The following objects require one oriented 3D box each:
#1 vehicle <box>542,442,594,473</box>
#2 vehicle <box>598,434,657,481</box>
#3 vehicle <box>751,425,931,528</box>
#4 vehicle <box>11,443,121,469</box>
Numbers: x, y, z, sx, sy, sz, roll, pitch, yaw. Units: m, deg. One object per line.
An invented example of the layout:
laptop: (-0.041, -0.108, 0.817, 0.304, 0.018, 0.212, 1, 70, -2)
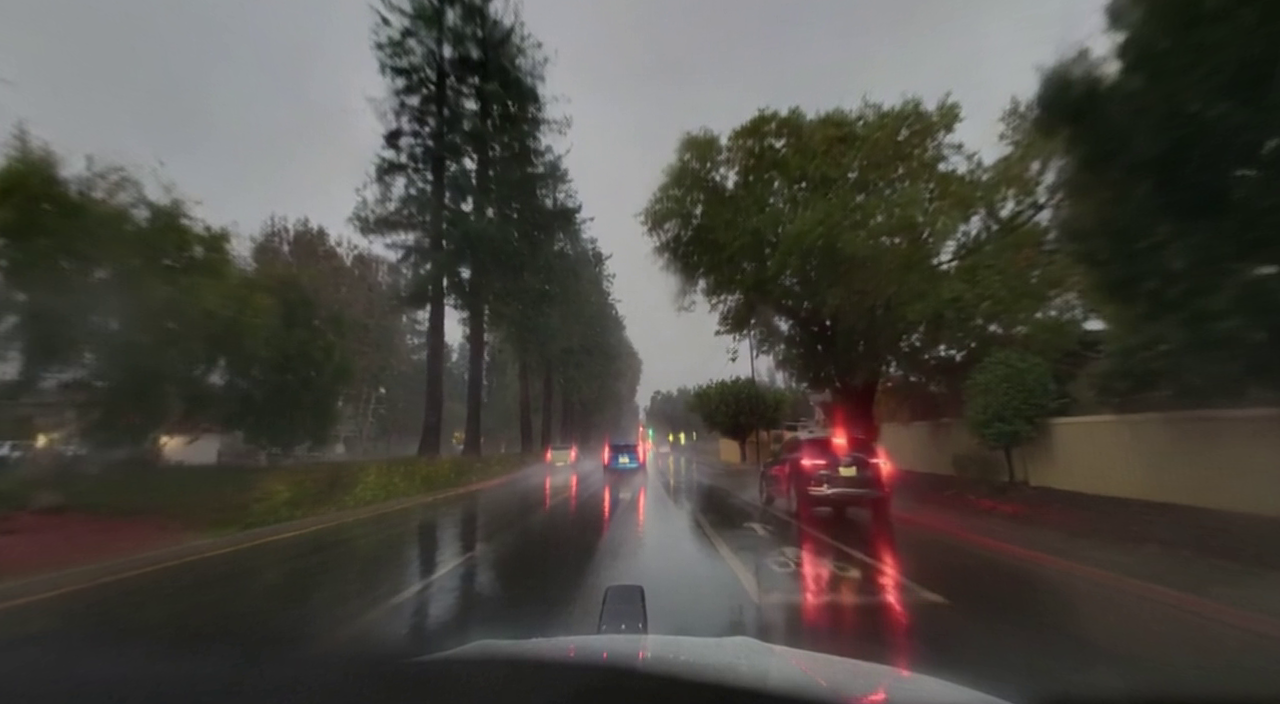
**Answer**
vehicle: (-3.562, 5.286, 31.670, 2.032, 1.433, 4.458, 0, -8, 1)
vehicle: (-0.497, 4.250, 25.629, 2.220, 1.742, 4.047, 0, -8, 0)
vehicle: (3.896, 2.501, 13.227, 2.332, 1.769, 4.518, 0, -8, 1)
vehicle: (-32.316, 5.853, 35.422, 4.497, 1.418, 1.783, 0, -9, 2)
